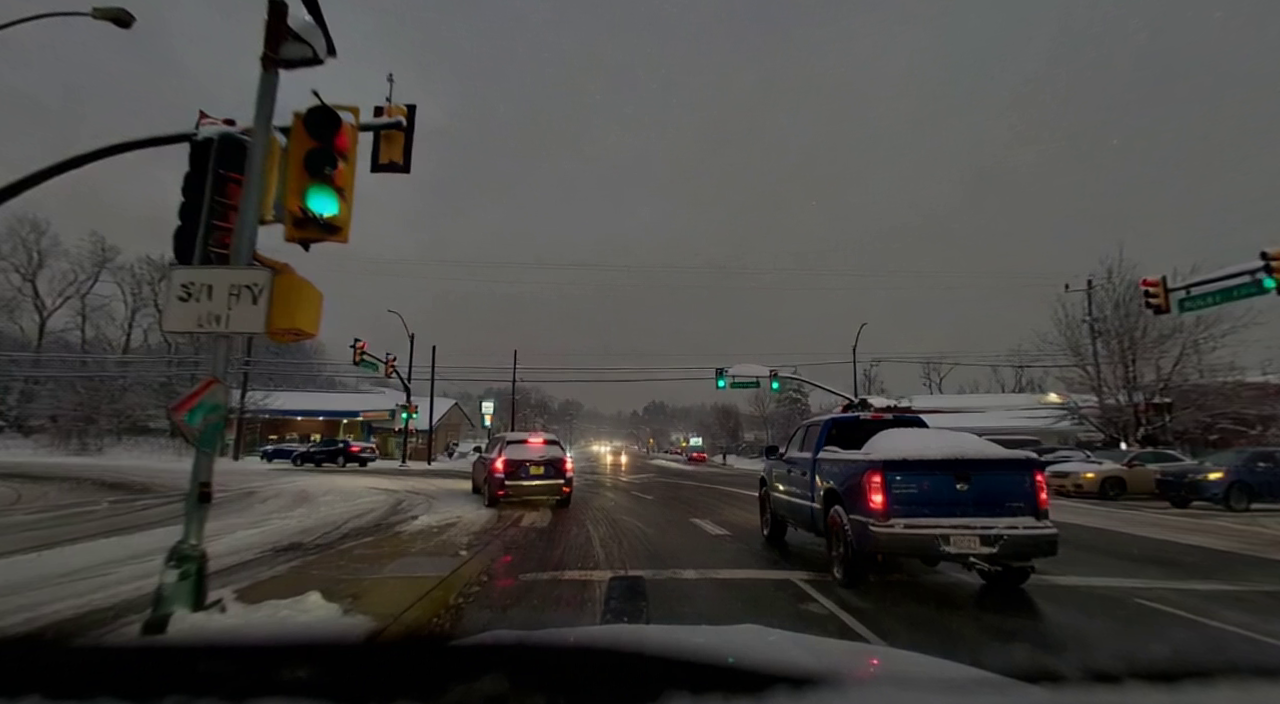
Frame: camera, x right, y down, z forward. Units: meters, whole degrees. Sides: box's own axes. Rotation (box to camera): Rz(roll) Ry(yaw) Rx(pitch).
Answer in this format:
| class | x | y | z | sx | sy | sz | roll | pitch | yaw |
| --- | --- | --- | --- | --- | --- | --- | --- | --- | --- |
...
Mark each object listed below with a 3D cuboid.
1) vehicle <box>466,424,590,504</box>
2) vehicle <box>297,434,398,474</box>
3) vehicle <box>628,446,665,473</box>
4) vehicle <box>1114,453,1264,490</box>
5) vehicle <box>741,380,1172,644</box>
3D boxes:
| class | x | y | z | sx | sy | sz | roll | pitch | yaw |
| --- | --- | --- | --- | --- | --- | --- | --- | --- | --- |
| vehicle | -3.232 | 2.978 | 17.270 | 2.141 | 1.842 | 4.889 | 4 | -9 | -24 |
| vehicle | -13.885 | 4.810 | 29.871 | 4.498 | 1.725 | 1.921 | -5 | -10 | 28 |
| vehicle | 0.370 | 7.380 | 43.454 | 1.977 | 1.726 | 4.721 | 1 | -8 | -7 |
| vehicle | 22.912 | 4.977 | 26.427 | 4.426 | 1.455 | 1.980 | 0 | -8 | -1 |
| vehicle | 2.622 | 1.486 | 7.046 | 2.036 | 1.818 | 5.192 | 0 | -8 | -1 |
